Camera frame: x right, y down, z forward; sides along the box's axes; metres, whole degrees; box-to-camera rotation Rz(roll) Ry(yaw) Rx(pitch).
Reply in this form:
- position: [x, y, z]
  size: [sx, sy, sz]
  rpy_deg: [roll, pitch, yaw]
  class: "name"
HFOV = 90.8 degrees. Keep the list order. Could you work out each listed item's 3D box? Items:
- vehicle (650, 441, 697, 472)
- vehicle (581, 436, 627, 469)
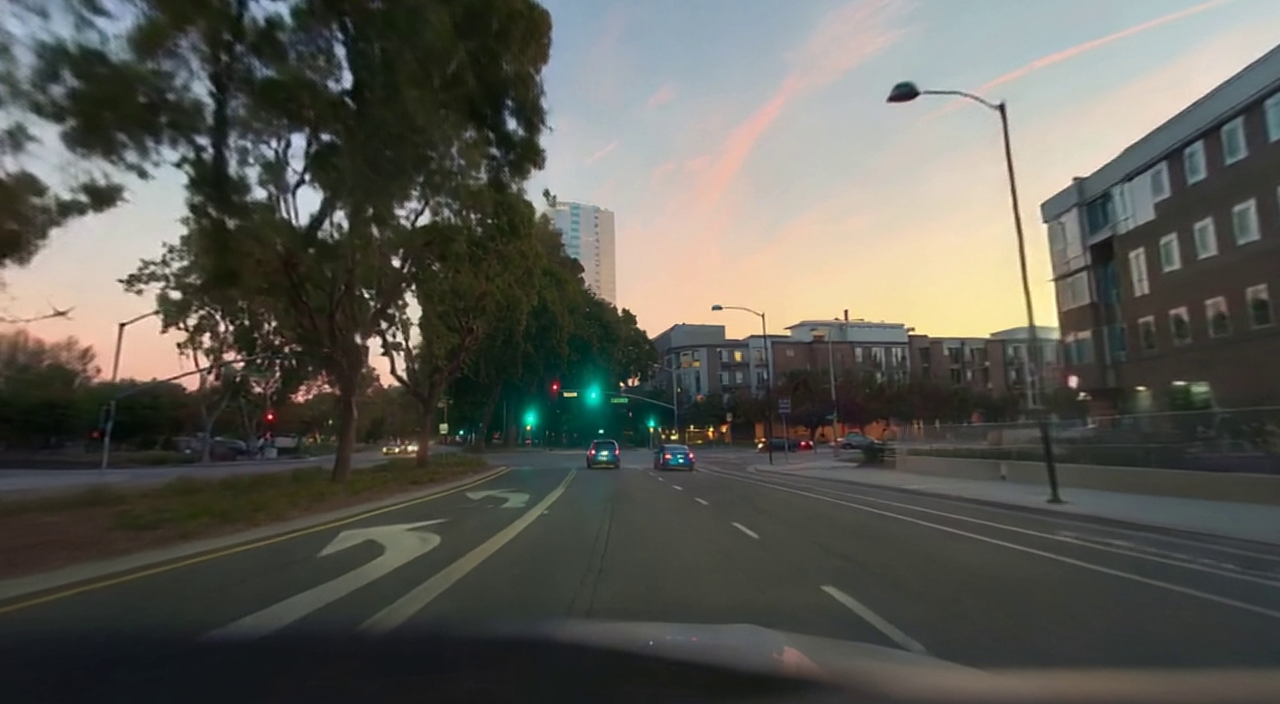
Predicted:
- position: [1.681, 5.474, 33.338]
  size: [1.918, 1.479, 4.468]
  rpy_deg: [1, -9, -5]
  class: "vehicle"
- position: [-2.077, 5.584, 35.210]
  size: [2.317, 1.713, 4.231]
  rpy_deg: [1, -9, -7]
  class: "vehicle"
